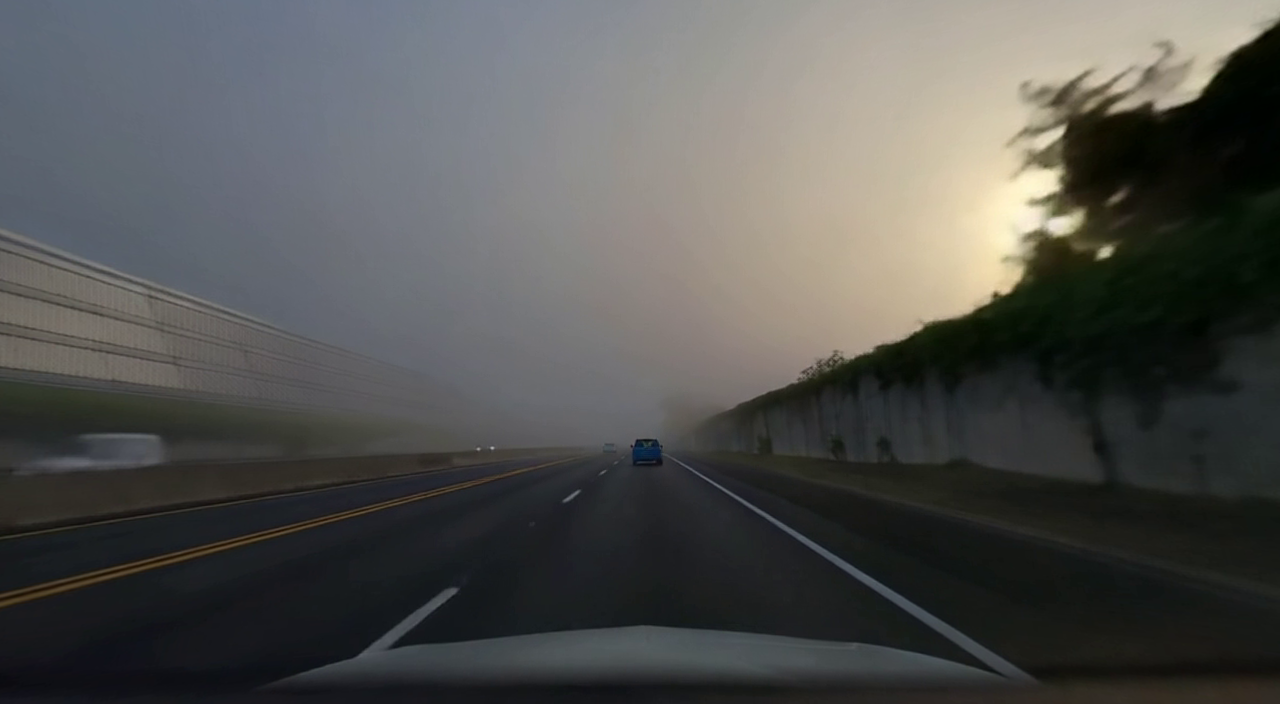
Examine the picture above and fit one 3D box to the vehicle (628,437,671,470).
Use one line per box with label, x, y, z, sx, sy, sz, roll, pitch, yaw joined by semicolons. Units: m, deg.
vehicle;0.459;4.952;30.846;1.997;1.484;3.409;0;-8;1
